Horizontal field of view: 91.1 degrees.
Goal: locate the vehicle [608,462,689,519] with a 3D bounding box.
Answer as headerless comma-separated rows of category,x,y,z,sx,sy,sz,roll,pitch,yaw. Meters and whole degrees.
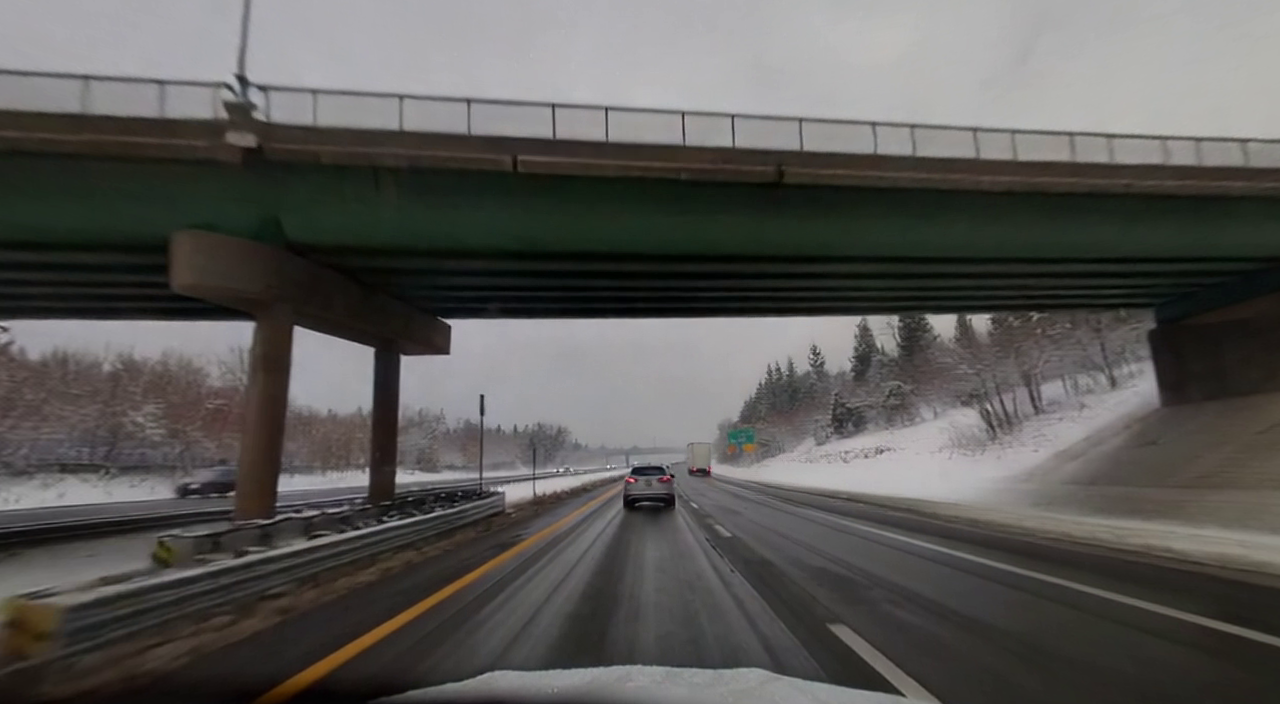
vehicle,0.237,4.049,18.673,2.156,1.444,3.762,1,-11,0
